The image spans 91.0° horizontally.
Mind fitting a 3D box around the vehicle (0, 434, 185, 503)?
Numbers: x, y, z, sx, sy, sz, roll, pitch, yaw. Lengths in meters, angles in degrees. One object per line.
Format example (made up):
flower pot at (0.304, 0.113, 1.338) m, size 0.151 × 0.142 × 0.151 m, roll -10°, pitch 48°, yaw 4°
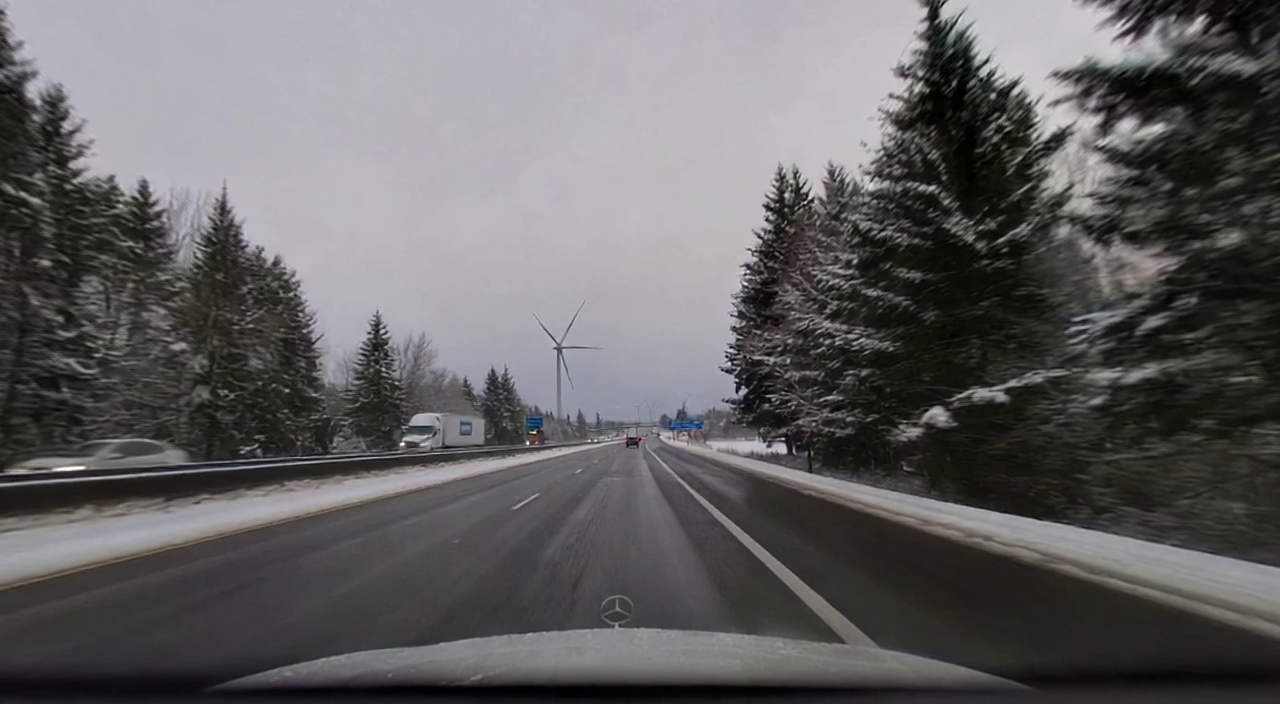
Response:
vehicle at (-13.282, 2.737, 15.206) m, size 1.837 × 1.432 × 3.770 m, roll 0°, pitch -8°, yaw -2°
